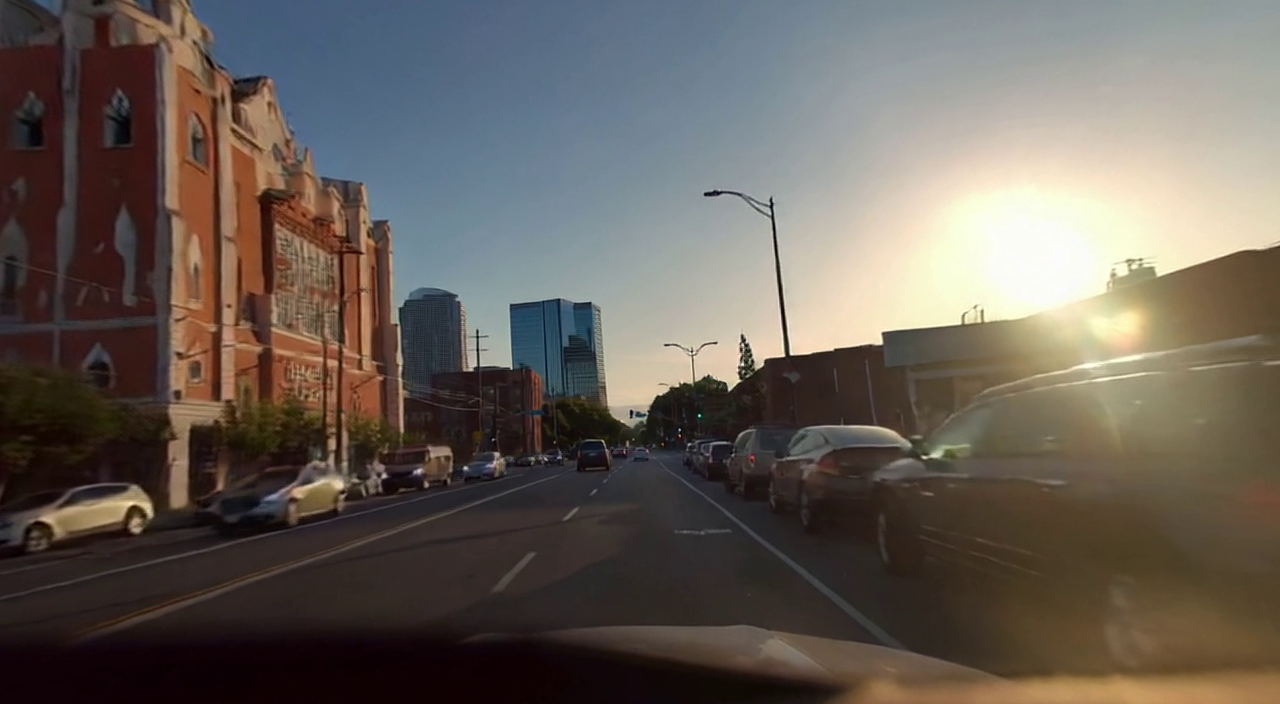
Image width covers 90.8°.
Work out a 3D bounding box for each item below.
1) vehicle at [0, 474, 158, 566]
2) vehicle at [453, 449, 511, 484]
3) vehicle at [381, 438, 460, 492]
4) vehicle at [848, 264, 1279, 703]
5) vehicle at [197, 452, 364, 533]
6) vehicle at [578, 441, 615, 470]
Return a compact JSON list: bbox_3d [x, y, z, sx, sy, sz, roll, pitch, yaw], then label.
[{"bbox_3d":[-15.469,4.222,16.436,2.014,1.846,4.920,0,-8,-1],"label":"vehicle"},{"bbox_3d":[-8.926,6.452,36.042,2.078,1.810,4.568,0,-9,1],"label":"vehicle"},{"bbox_3d":[-12.225,6.302,35.713,2.410,2.733,5.630,0,-8,0],"label":"vehicle"},{"bbox_3d":[3.452,1.010,4.622,2.124,1.975,5.131,0,-8,0],"label":"vehicle"},{"bbox_3d":[-8.915,3.465,16.163,1.842,1.735,4.066,0,-9,0],"label":"vehicle"},{"bbox_3d":[-3.098,7.530,46.222,2.293,1.936,4.737,0,-8,1],"label":"vehicle"}]
